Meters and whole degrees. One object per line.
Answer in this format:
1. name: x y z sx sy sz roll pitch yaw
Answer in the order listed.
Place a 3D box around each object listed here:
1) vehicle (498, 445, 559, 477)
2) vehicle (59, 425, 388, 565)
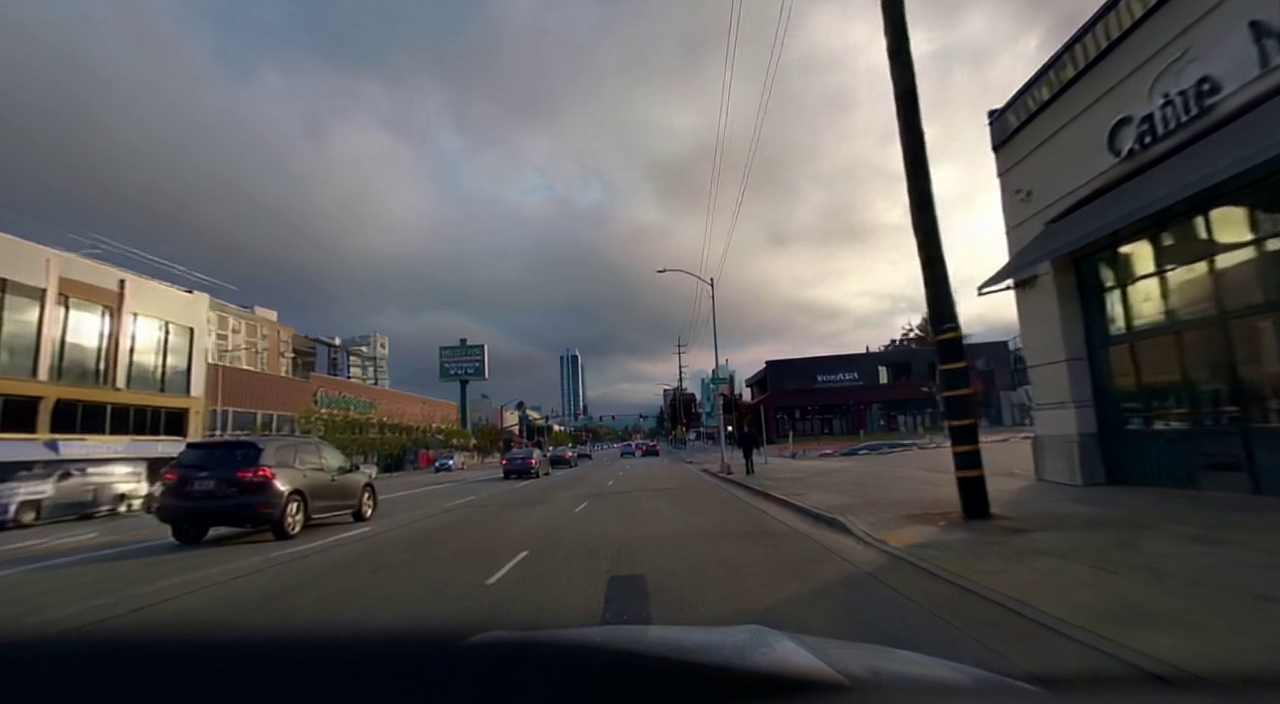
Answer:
1. vehicle: -5.412 5.363 31.328 2.030 1.488 4.650 -1 -9 2
2. vehicle: -6.116 2.124 10.220 2.007 1.698 4.759 0 -9 1
